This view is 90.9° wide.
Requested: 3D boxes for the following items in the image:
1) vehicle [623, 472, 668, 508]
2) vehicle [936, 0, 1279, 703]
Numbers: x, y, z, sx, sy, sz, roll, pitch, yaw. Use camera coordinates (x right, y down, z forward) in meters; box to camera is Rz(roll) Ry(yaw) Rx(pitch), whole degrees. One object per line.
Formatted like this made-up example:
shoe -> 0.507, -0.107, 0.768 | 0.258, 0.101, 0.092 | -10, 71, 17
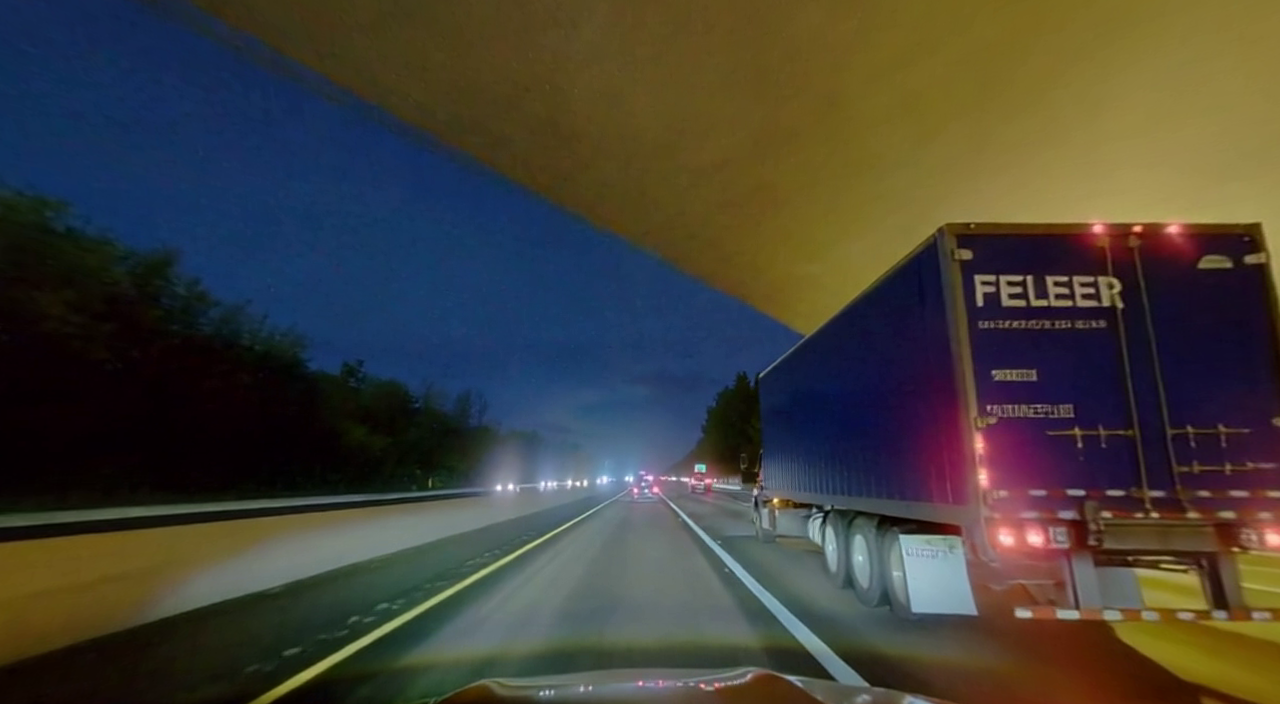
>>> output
vehicle -> 0.251, 6.987, 32.193 | 2.124, 1.653, 4.857 | 1, -11, 0
vehicle -> 4.248, -0.319, 0.802 | 2.980, 3.834, 9.423 | 1, -11, -1
